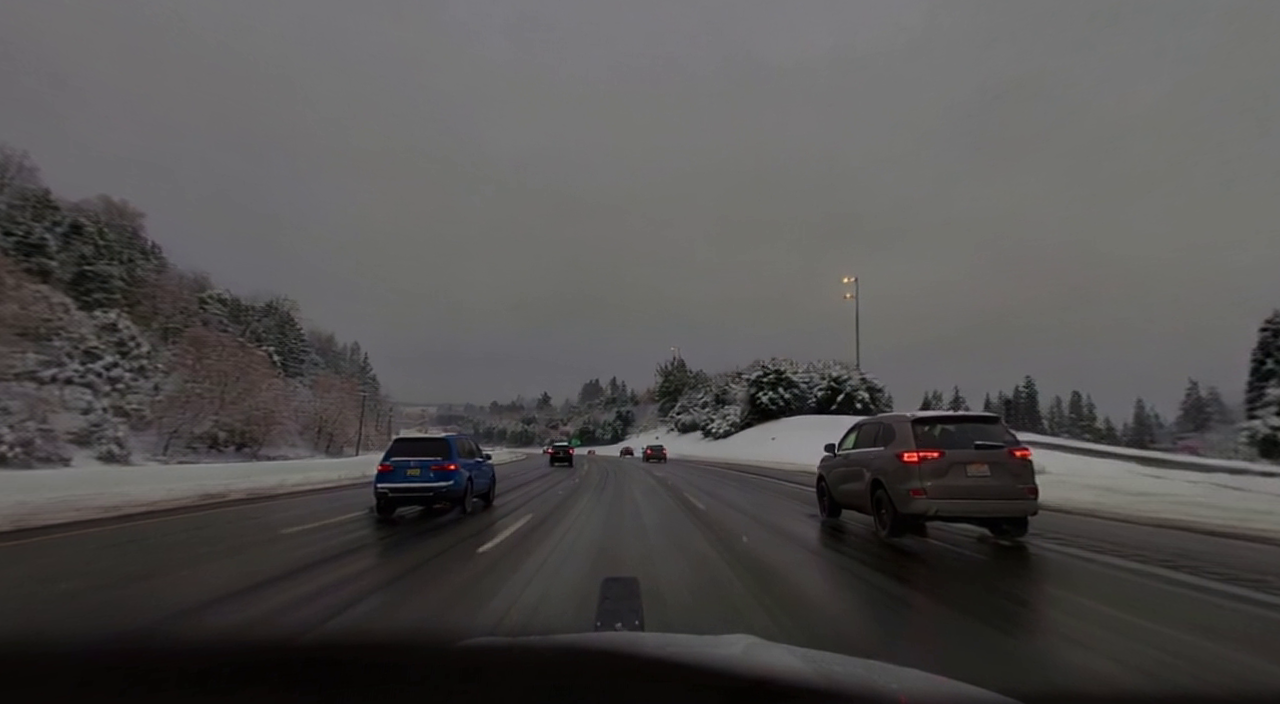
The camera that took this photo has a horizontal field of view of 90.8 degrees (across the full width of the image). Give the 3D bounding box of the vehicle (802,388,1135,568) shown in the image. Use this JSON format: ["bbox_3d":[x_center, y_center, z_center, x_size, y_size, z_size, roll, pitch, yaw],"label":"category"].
[{"bbox_3d":[4.154,1.701,9.251,2.103,1.903,4.837,0,-9,-2],"label":"vehicle"}]

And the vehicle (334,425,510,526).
[{"bbox_3d":[-4.363,2.548,13.609,2.213,1.766,4.598,0,-8,-1],"label":"vehicle"}]
